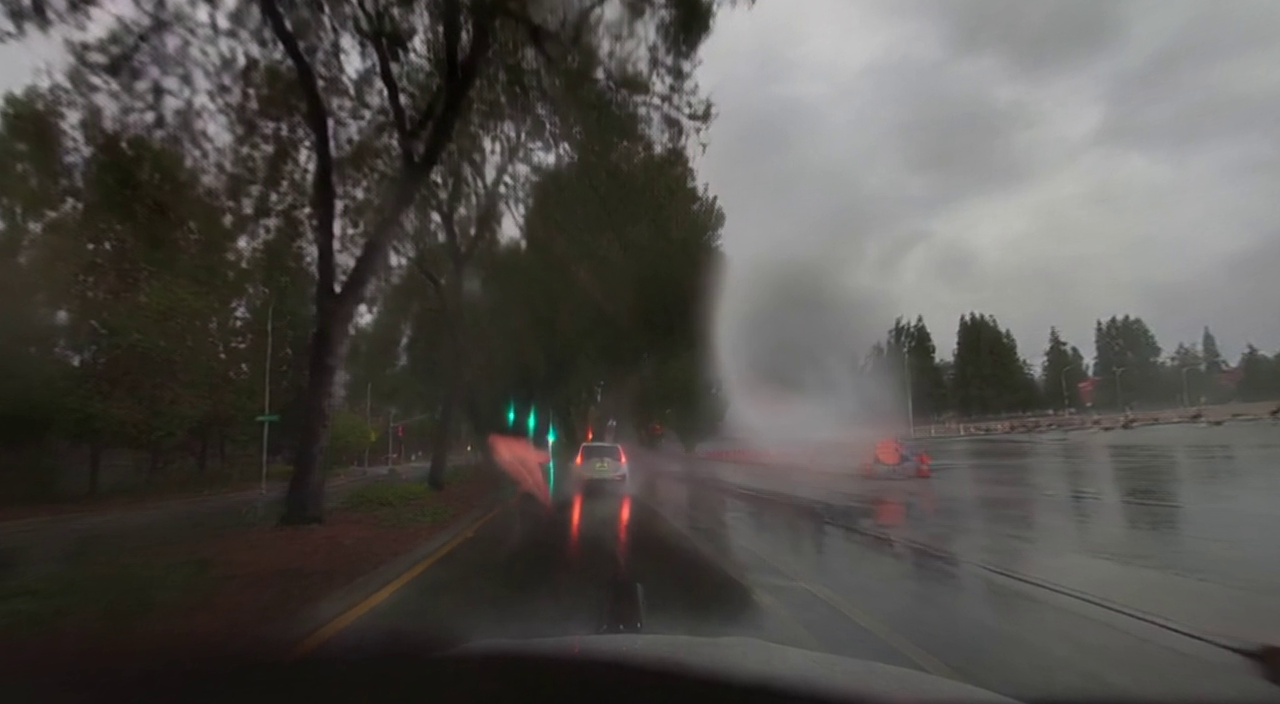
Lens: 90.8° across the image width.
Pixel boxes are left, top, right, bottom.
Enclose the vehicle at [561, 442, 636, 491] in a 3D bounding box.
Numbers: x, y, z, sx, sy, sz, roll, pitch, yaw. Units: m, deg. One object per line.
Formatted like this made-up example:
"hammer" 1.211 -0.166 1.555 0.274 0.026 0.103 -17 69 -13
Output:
"vehicle" -1.554 3.905 21.983 2.266 1.508 4.430 1 -9 -8
